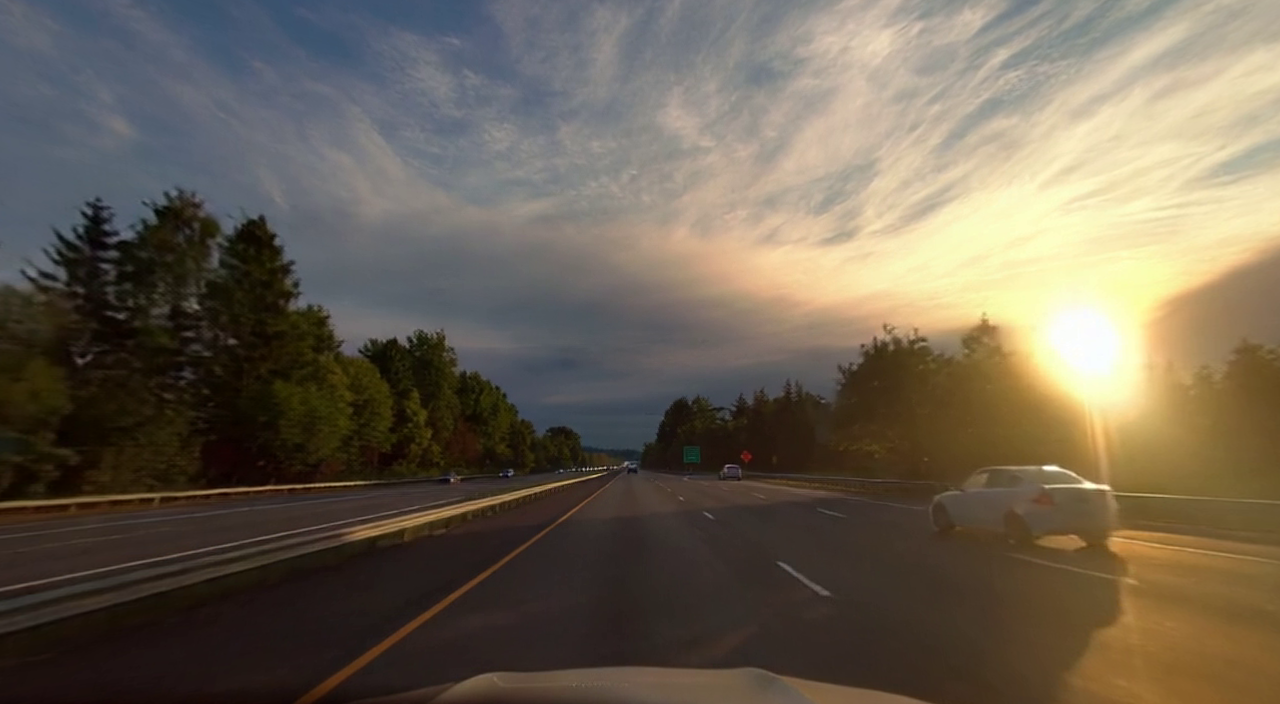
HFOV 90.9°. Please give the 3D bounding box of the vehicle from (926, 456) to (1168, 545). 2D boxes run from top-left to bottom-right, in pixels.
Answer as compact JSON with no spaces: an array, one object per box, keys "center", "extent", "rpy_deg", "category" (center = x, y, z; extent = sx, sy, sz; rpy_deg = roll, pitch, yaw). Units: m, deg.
[{"center":[7.991,2.952,13.041],"extent":[2.024,1.476,4.352],"rpy_deg":[1,-10,-1],"category":"vehicle"}]
